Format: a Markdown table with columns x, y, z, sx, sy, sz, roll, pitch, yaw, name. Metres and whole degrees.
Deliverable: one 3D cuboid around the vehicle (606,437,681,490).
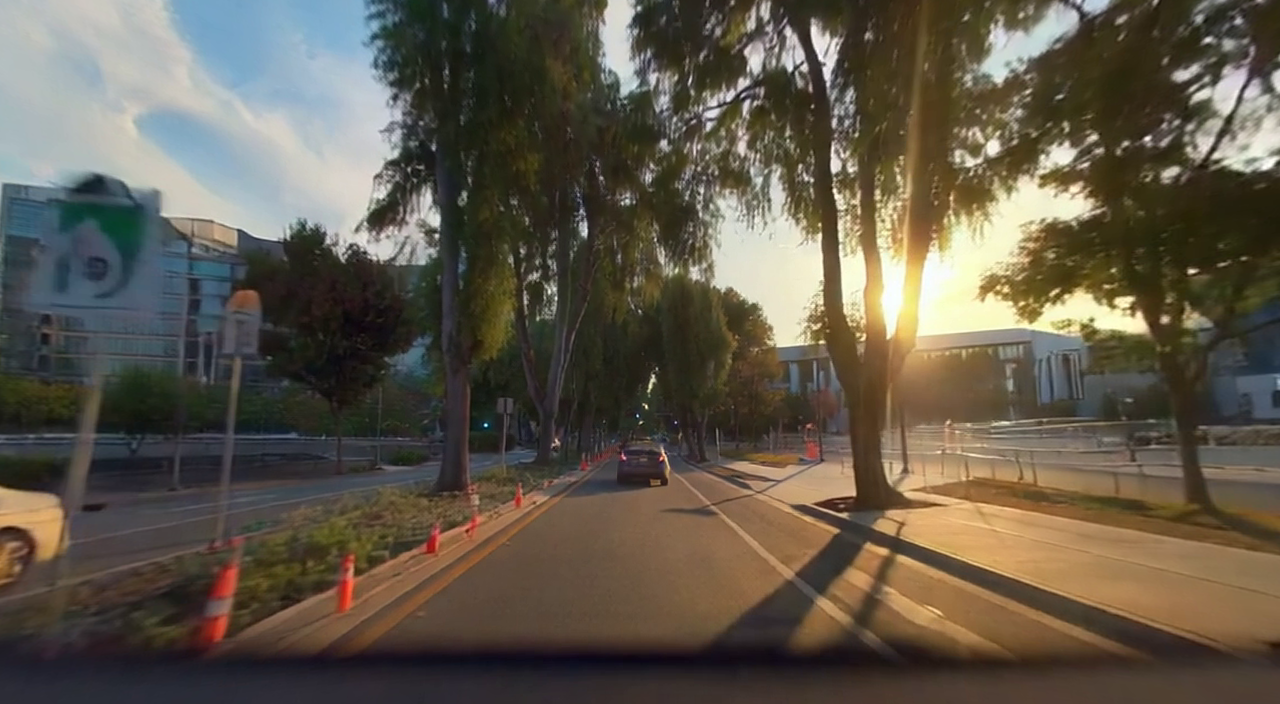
| x | y | z | sx | sy | sz | roll | pitch | yaw | name |
| --- | --- | --- | --- | --- | --- | --- | --- | --- | --- |
| 0.124 | 3.514 | 20.273 | 2.114 | 1.493 | 4.430 | 0 | -9 | 1 | vehicle |
